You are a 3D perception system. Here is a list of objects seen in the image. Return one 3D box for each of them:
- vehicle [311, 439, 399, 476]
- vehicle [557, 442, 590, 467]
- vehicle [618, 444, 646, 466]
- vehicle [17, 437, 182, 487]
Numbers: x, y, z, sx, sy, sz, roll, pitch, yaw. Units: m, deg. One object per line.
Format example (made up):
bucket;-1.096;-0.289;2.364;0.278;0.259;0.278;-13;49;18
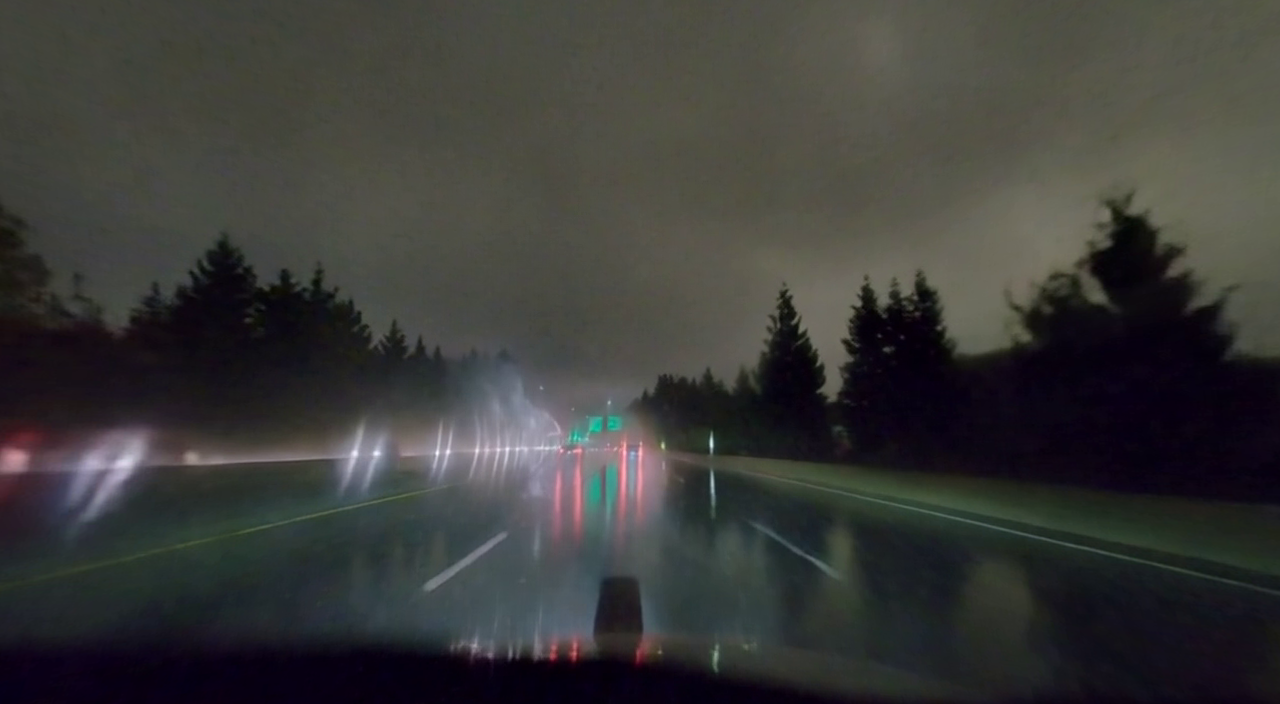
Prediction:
vehicle;-13.019;4.857;28.982;1.935;1.542;4.672;0;-9;-1
vehicle;-4.777;7.413;45.503;2.098;1.692;4.038;0;-9;-2
vehicle;-0.645;7.900;48.278;2.084;1.582;3.882;0;-9;-2
vehicle;-18.013;3.685;21.206;1.857;1.496;4.189;0;-9;-1
